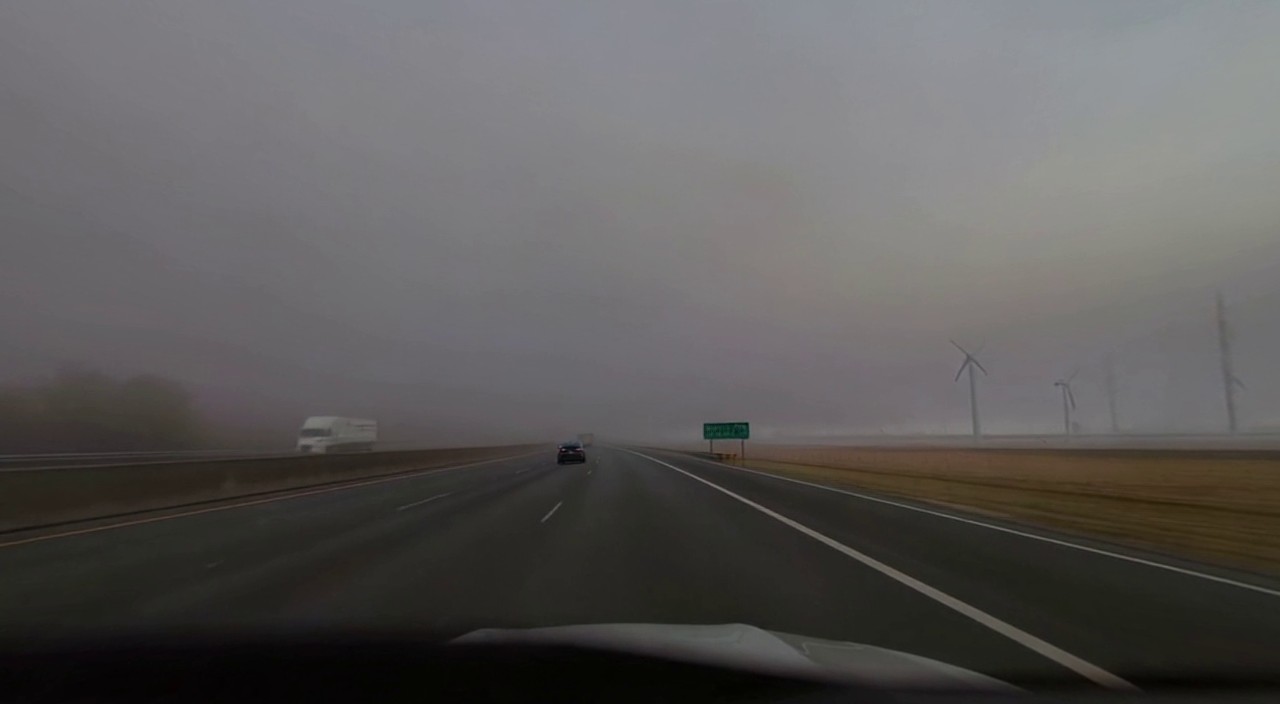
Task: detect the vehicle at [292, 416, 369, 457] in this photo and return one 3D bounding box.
[{"bbox_3d":[-24.241,6.697,49.706,2.640,3.014,7.308,0,-8,-3],"label":"vehicle"}]

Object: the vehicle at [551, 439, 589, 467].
[{"bbox_3d":[-4.133,6.007,37.643,2.053,1.549,4.097,0,-8,-4],"label":"vehicle"}]
